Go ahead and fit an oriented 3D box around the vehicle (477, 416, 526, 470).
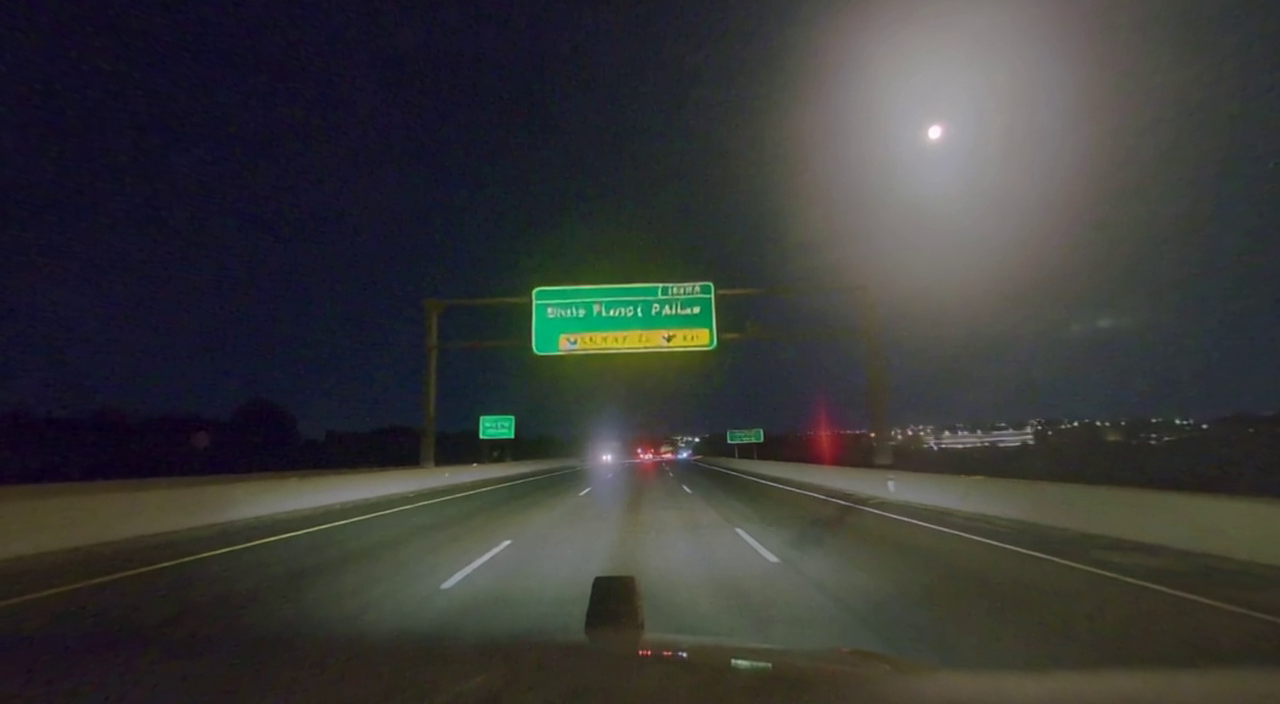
[{"bbox_3d":[-10.572,7.020,48.538,2.818,3.939,3.780,-1,-9,1],"label":"vehicle"}]
